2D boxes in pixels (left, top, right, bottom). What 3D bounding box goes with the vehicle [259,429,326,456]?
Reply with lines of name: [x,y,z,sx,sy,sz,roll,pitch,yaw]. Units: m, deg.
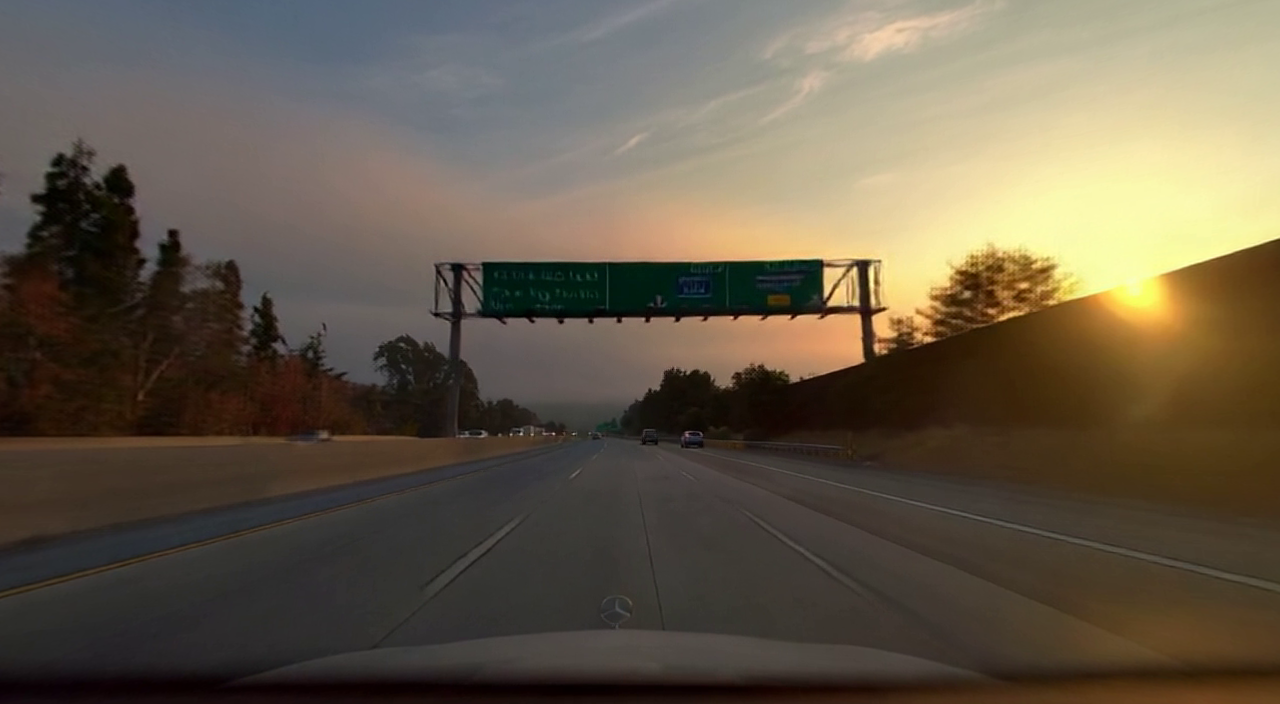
vehicle: [-19.956,5.214,36.367,1.749,1.426,3.790,0,-8,-2]
